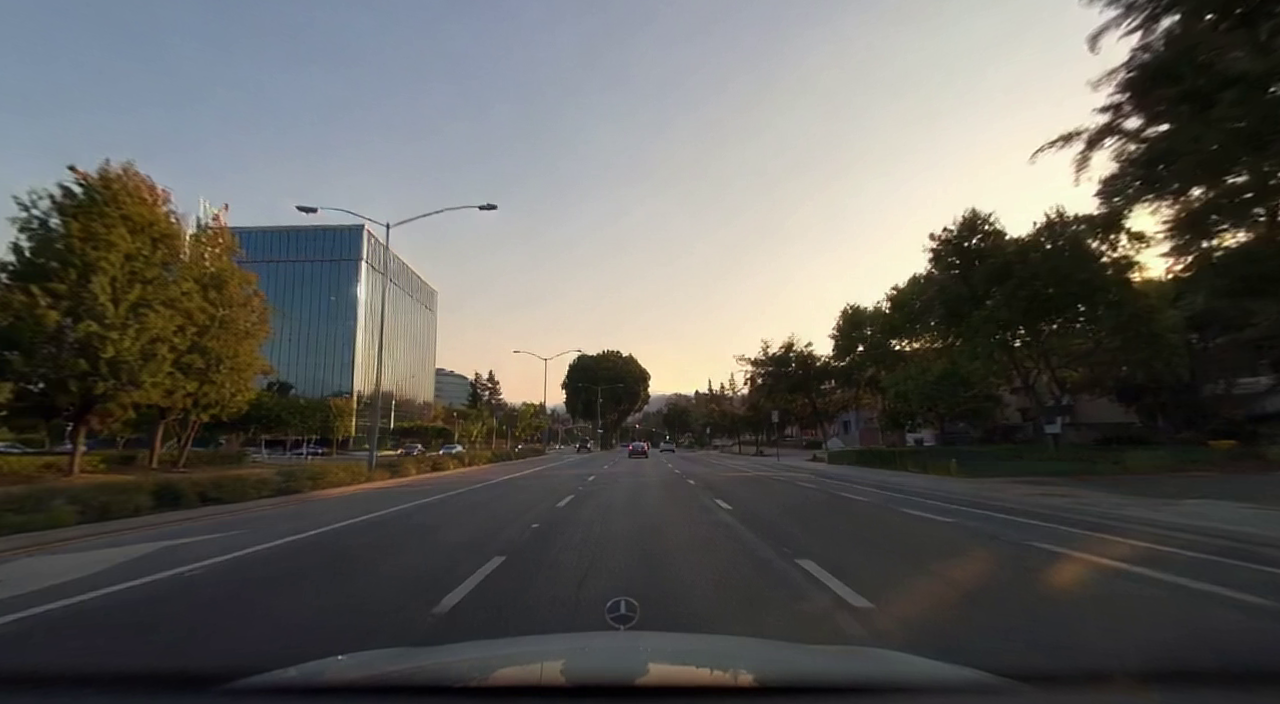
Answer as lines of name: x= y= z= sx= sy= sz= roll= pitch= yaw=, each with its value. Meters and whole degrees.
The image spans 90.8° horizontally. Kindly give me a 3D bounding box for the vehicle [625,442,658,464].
vehicle: x=0.068 y=6.808 z=42.740 sx=2.080 sy=1.445 sz=4.096 roll=0 pitch=-8 yaw=-1
